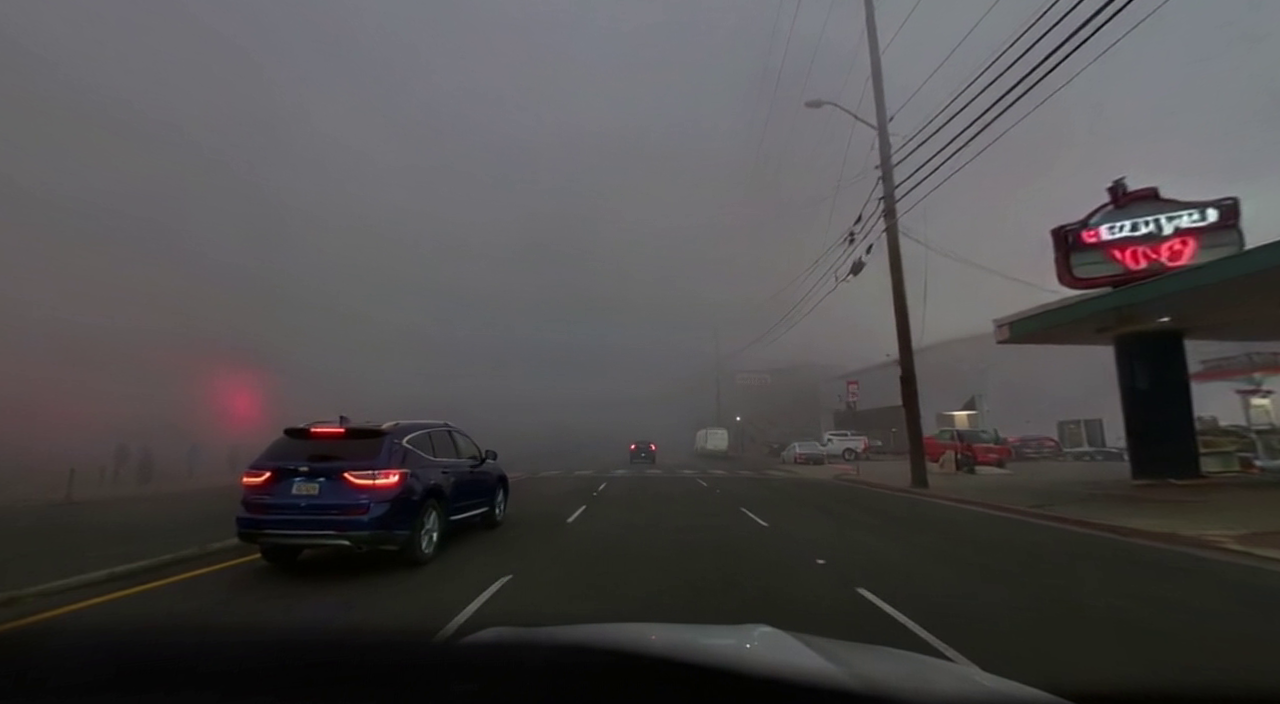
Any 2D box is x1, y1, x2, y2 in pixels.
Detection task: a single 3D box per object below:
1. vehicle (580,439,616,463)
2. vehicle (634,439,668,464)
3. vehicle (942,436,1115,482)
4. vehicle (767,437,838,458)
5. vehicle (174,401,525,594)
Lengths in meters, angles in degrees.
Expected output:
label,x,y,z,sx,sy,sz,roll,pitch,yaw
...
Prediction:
label,x,y,z,sx,sy,sz,roll,pitch,yaw
vehicle,-2.706,6.571,41.868,1.950,1.450,4.257,0,-9,2
vehicle,0.685,6.144,39.072,2.037,1.484,4.073,0,-9,1
vehicle,13.404,3.708,21.955,4.707,1.485,1.948,0,-9,-1
vehicle,12.188,7.195,47.445,4.734,1.499,1.888,0,-9,-1
vehicle,-2.927,1.588,7.725,2.049,1.646,4.445,0,-9,2
